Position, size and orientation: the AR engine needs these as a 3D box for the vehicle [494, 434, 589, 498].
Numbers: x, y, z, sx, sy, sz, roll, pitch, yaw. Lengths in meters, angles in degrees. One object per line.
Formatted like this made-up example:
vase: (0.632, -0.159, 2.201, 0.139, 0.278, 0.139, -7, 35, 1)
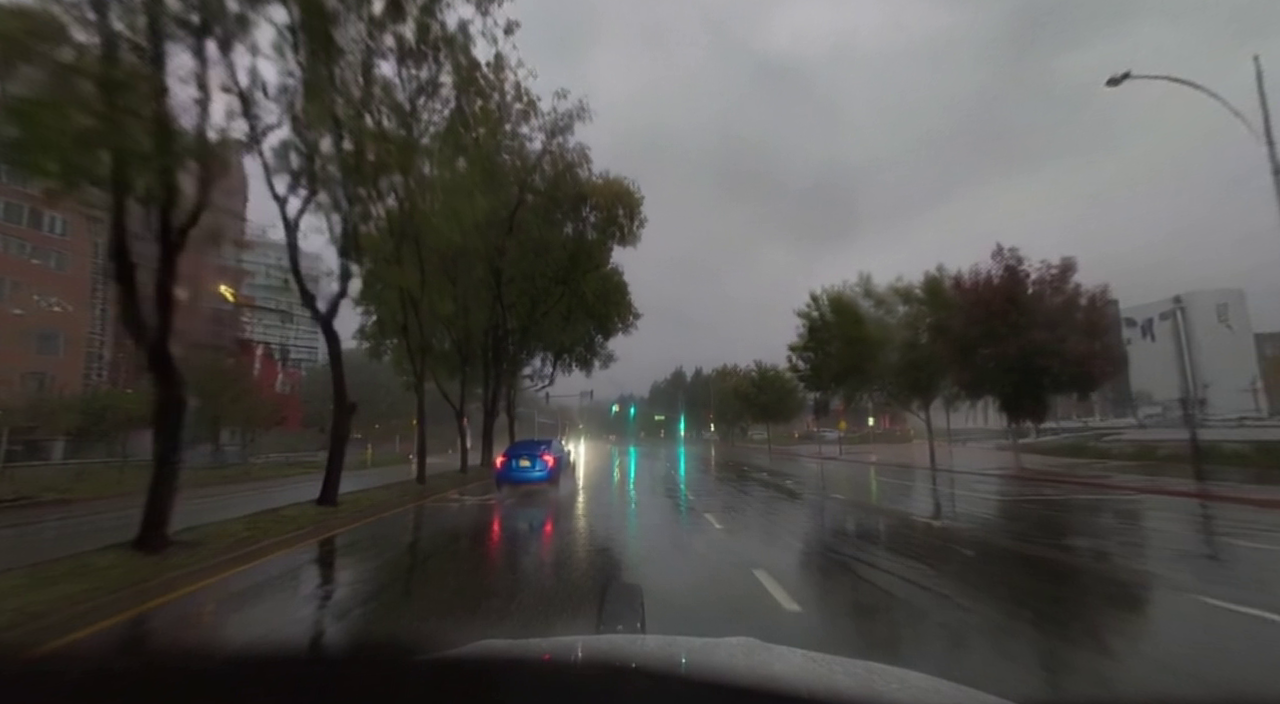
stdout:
vehicle: (-2.522, 3.017, 17.338, 2.042, 1.479, 4.601, 0, -7, -2)
